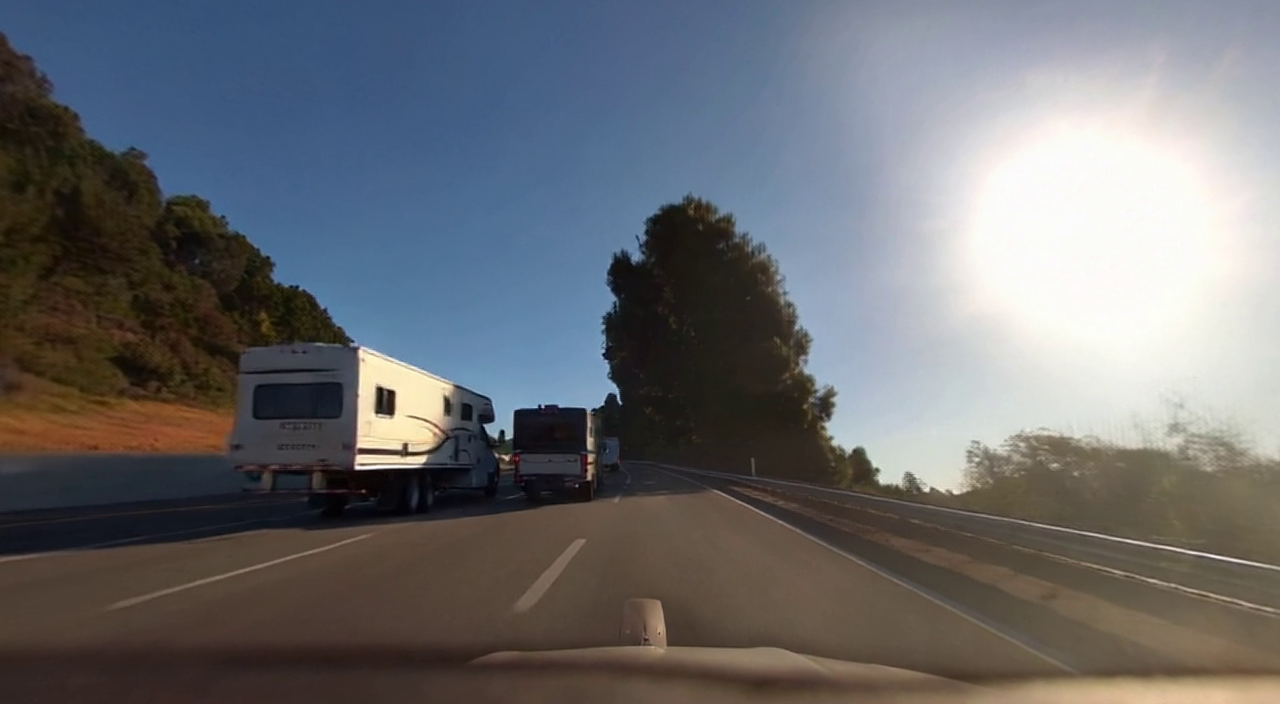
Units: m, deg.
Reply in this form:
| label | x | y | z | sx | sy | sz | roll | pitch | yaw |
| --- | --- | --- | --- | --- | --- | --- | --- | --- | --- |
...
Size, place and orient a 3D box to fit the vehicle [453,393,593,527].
| label | x | y | z | sx | sy | sz | roll | pitch | yaw |
| --- | --- | --- | --- | --- | --- | --- | --- | --- | --- |
| vehicle | -2.416 | 2.396 | 14.200 | 2.331 | 2.583 | 3.743 | -1 | -9 | 1 |

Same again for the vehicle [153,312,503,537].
| label | x | y | z | sx | sy | sz | roll | pitch | yaw |
| --- | --- | --- | --- | --- | --- | --- | --- | --- | --- |
| vehicle | -7.090 | 2.363 | 18.471 | 2.929 | 4.010 | 14.446 | 0 | -9 | 0 |
